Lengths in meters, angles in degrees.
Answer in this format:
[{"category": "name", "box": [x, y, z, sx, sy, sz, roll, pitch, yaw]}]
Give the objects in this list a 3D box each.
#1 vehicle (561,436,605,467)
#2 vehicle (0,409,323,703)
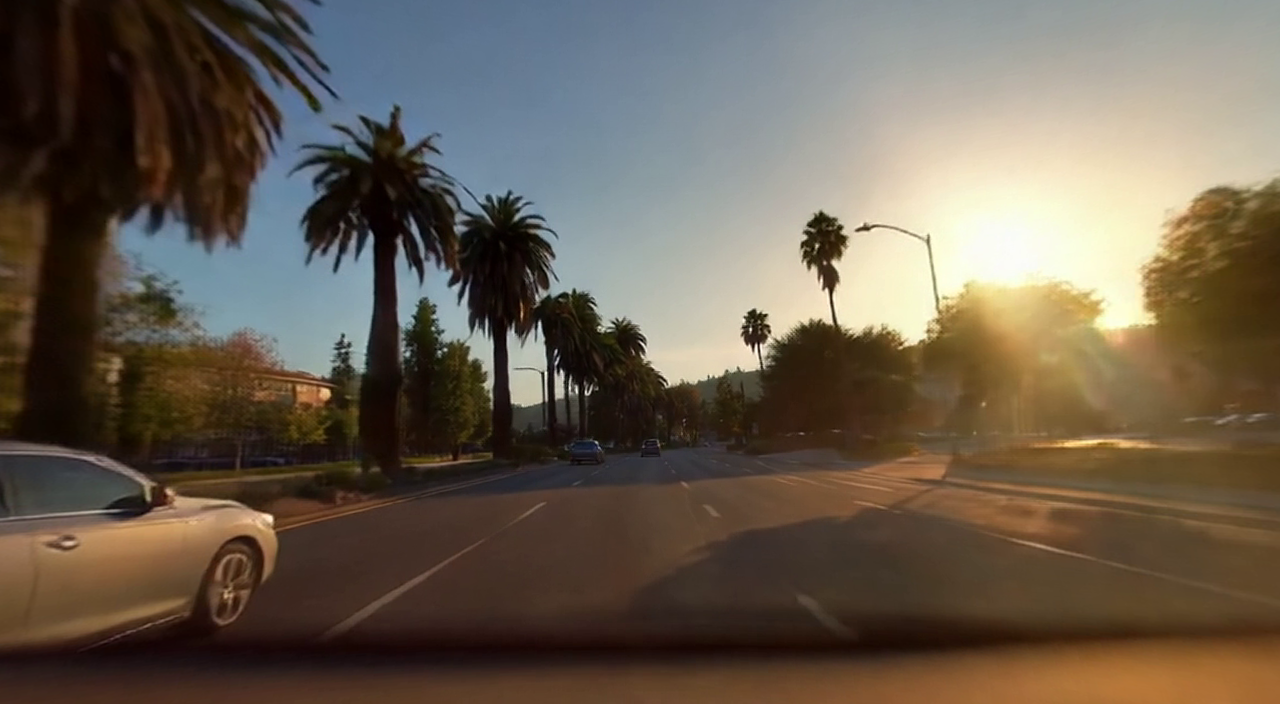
[{"category": "vehicle", "box": [-3.569, 6.336, 40.216, 2.188, 1.819, 4.667, -1, -8, 3]}, {"category": "vehicle", "box": [-3.670, 1.008, 2.756, 2.036, 1.478, 4.771, 0, -8, 0]}]
